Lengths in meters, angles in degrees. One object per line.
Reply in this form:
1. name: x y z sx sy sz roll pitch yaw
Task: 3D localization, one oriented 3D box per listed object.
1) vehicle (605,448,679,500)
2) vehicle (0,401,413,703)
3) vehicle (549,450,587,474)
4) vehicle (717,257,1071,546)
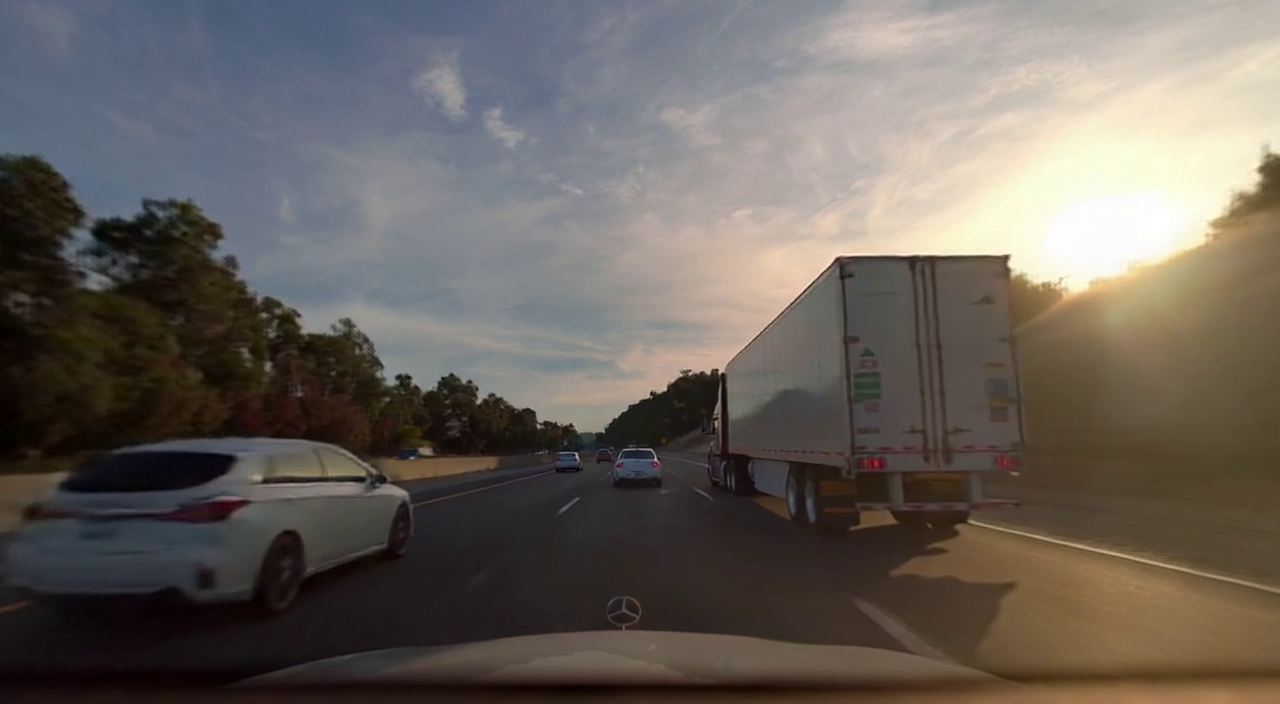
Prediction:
1. vehicle: 0.033 3.667 19.308 2.023 1.400 4.028 0 -9 -1
2. vehicle: -3.714 1.359 5.003 2.153 1.581 4.375 0 -9 0
3. vehicle: -4.554 7.043 40.594 2.017 1.460 4.382 0 -9 -1
4. vehicle: 4.398 1.744 16.053 2.905 4.109 14.332 0 -9 -1
